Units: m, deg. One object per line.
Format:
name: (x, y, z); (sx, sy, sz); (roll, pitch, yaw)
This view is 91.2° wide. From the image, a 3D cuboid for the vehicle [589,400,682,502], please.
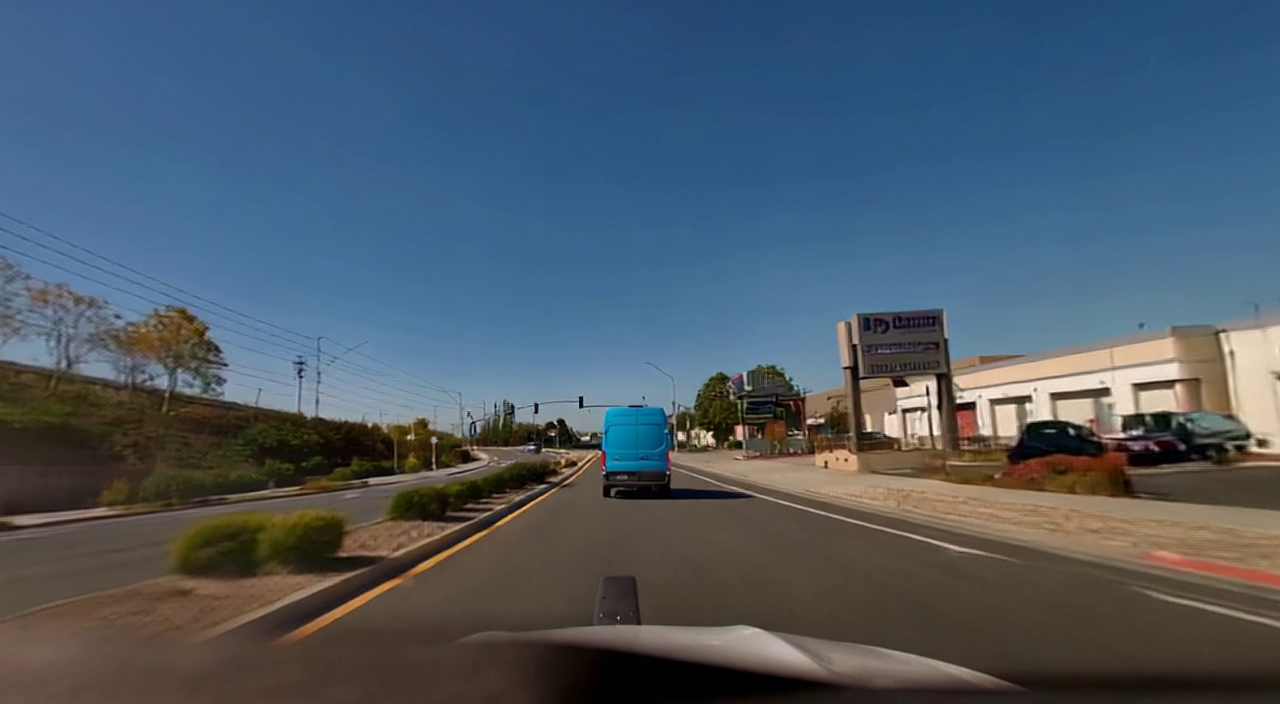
vehicle: (-0.178, 3.024, 19.299); (2.432, 2.624, 5.670); (0, -9, -1)
